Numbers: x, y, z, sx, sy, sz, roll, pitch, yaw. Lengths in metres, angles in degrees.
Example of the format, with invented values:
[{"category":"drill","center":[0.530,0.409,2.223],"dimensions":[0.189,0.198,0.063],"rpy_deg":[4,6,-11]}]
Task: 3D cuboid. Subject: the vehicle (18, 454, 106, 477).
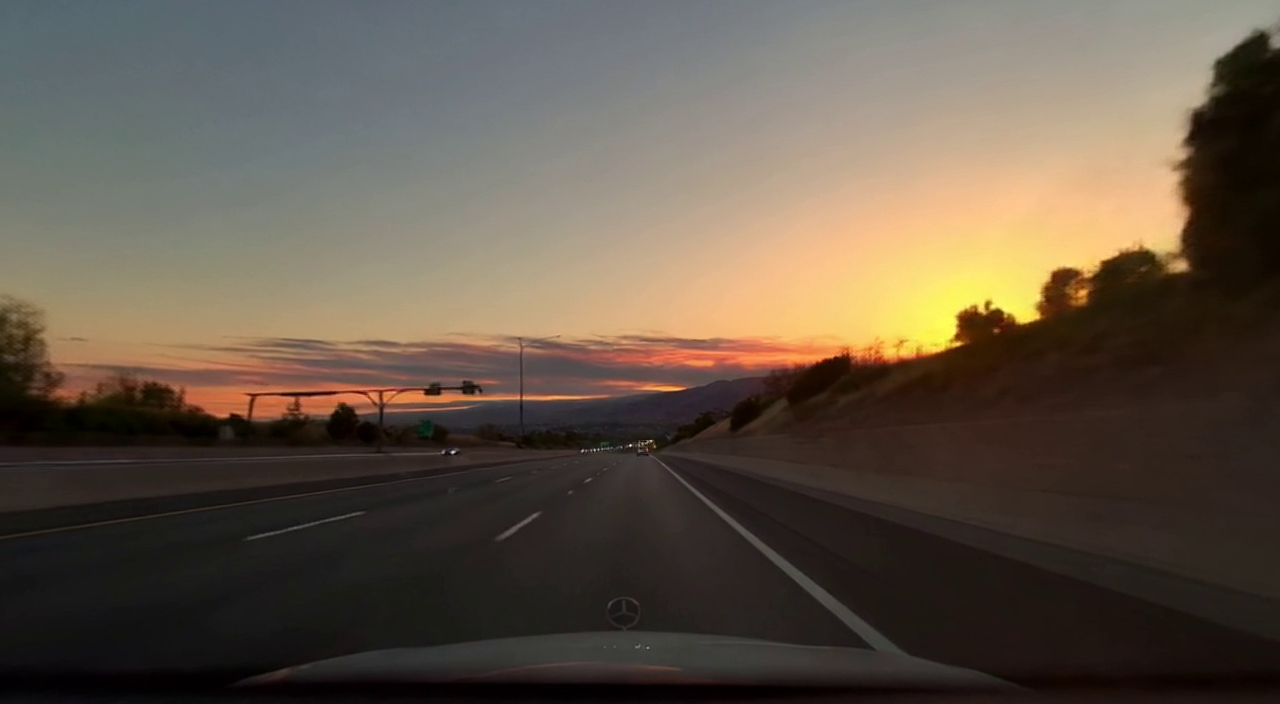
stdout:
[{"category":"vehicle","center":[-39.849,7.811,43.535],"dimensions":[1.882,1.462,4.335],"rpy_deg":[0,-9,1]}]
